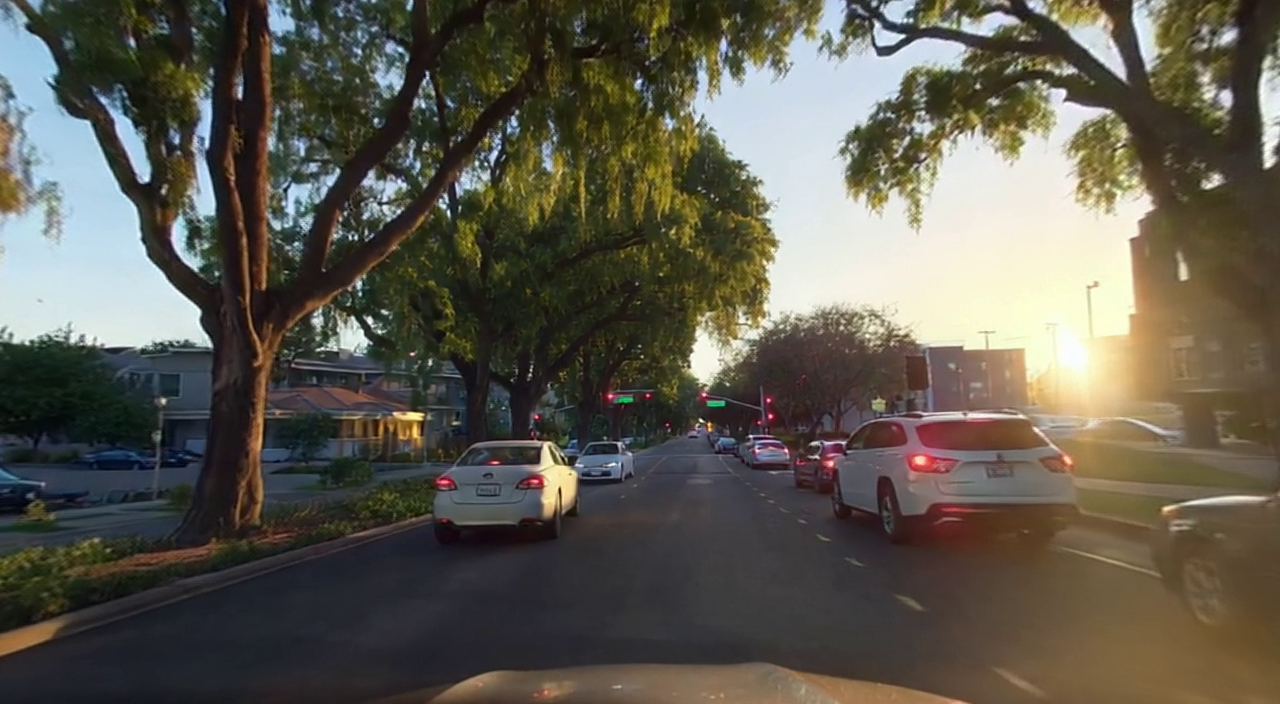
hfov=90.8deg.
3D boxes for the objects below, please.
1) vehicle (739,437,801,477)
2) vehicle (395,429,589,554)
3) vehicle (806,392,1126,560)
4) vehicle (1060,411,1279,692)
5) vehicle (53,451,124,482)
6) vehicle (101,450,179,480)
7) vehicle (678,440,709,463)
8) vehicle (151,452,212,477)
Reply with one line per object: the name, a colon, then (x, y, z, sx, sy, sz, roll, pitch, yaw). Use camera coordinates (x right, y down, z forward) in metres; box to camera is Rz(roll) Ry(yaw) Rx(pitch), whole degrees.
vehicle: (5.345, 4.374, 26.562, 1.910, 1.493, 4.490, -1, -8, 4)
vehicle: (-1.966, 2.013, 9.853, 1.968, 1.497, 4.286, 0, -8, 0)
vehicle: (4.466, 1.823, 10.118, 2.324, 1.907, 5.634, 0, -8, 3)
vehicle: (4.337, 0.989, 2.815, 1.904, 1.494, 4.864, -1, -8, 5)
vehicle: (-28.662, 5.900, 32.795, 3.865, 1.499, 1.804, -6, -10, 35)
vehicle: (-28.250, 6.332, 35.675, 4.127, 1.583, 1.978, -5, -10, 30)
vehicle: (3.725, 6.996, 44.533, 2.095, 1.473, 4.301, -1, -8, 4)
vehicle: (-27.776, 6.775, 38.218, 3.527, 1.390, 1.681, -5, -10, 32)
